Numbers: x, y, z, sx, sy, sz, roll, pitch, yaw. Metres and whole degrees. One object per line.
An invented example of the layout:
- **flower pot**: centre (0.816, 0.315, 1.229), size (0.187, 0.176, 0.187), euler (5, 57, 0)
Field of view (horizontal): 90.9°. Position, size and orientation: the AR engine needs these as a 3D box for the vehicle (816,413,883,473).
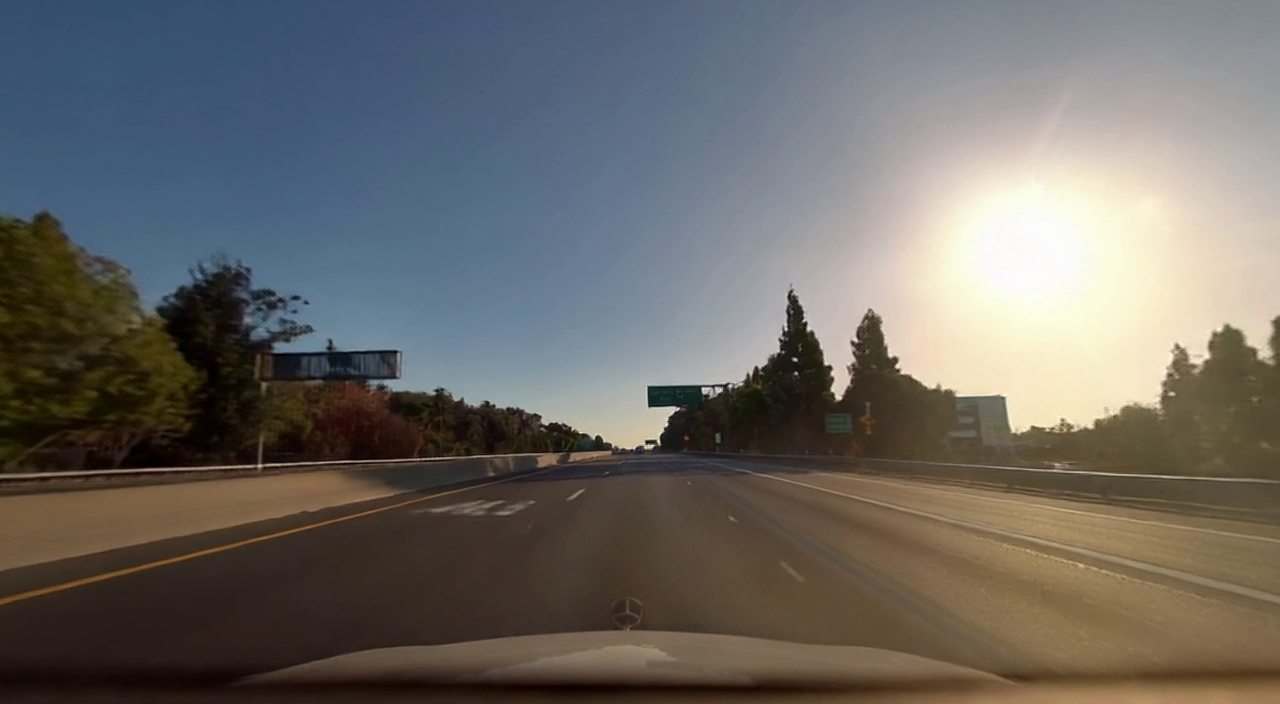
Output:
- **vehicle**: centre (13.685, 6.001, 41.532), size (3.229, 3.713, 3.639), euler (-1, -8, 3)
